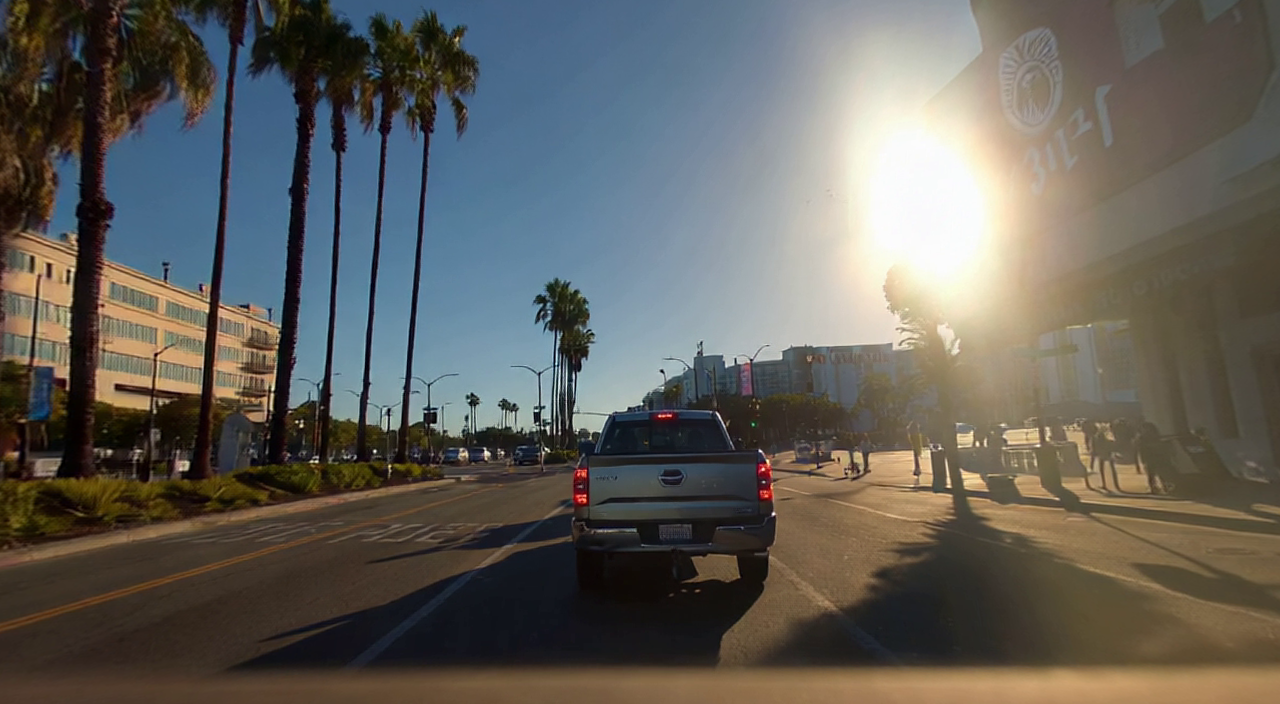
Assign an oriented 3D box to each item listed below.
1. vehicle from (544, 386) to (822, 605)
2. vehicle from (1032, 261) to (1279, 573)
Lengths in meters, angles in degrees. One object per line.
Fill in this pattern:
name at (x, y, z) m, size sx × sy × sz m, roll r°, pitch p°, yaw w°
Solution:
vehicle at (0.404, 1.587, 7.981) m, size 2.311 × 1.819 × 5.255 m, roll 0°, pitch -8°, yaw 1°
vehicle at (7.844, 0.874, 8.578) m, size 2.666 × 3.345 × 3.622 m, roll -3°, pitch -9°, yaw 7°
